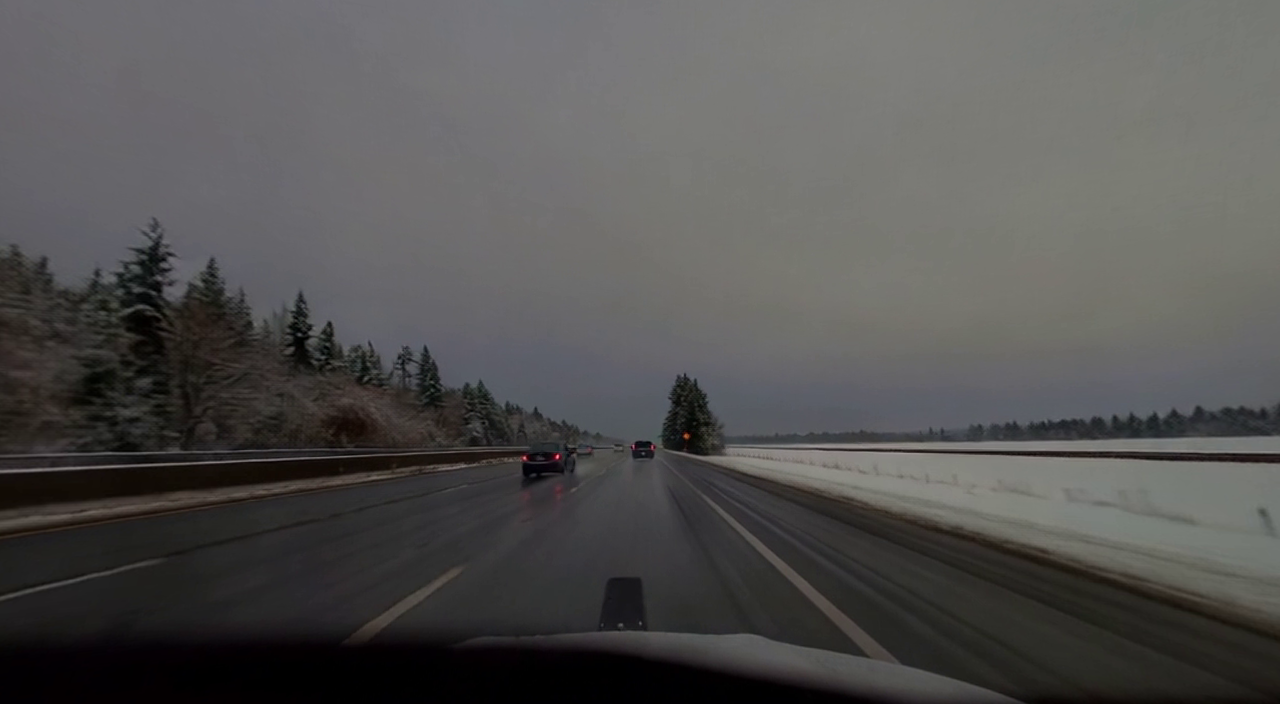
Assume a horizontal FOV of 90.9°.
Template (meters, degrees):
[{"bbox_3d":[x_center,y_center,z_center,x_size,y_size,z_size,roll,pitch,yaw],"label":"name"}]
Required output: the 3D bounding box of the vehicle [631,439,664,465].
[{"bbox_3d":[0.511,7.026,44.405,2.259,1.697,4.106,0,-8,0],"label":"vehicle"}]

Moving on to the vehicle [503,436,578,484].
[{"bbox_3d":[-3.666,4.066,24.054,2.028,1.634,4.441,0,-8,1],"label":"vehicle"}]
